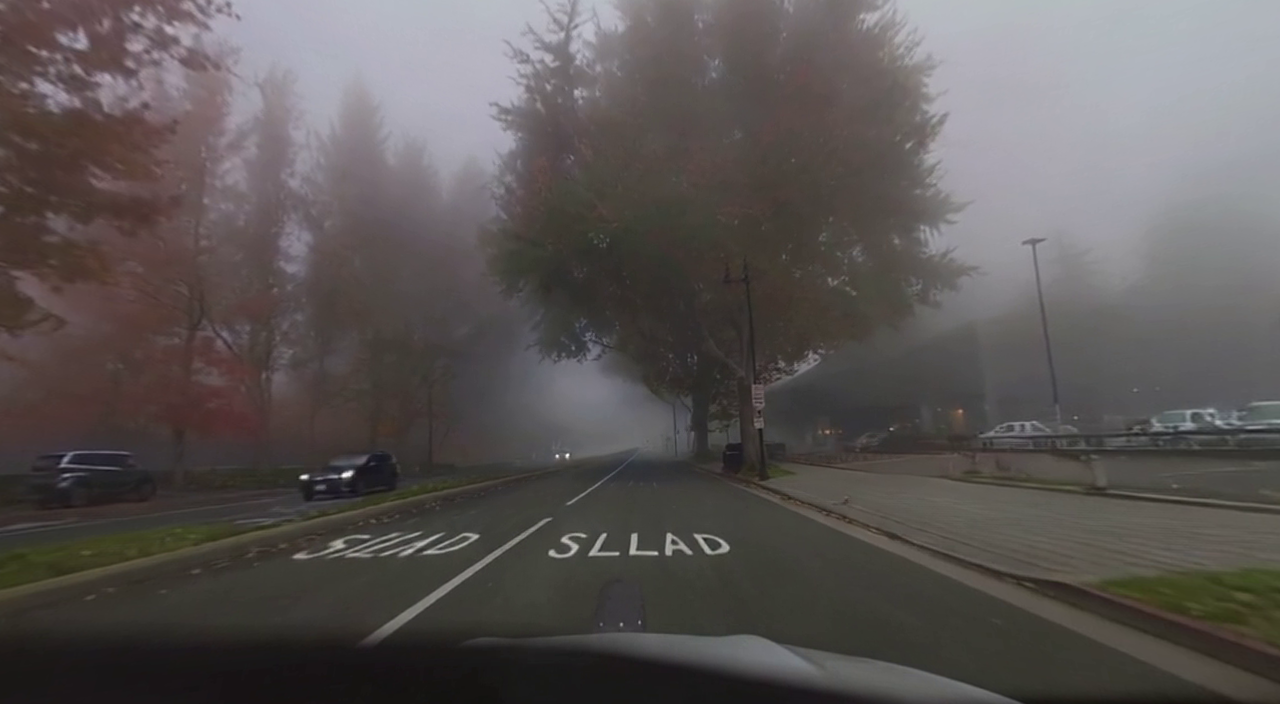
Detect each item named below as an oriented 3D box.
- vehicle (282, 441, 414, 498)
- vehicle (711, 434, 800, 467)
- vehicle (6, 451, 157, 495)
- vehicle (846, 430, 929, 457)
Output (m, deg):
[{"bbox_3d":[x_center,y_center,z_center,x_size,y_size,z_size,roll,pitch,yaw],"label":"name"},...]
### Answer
[{"bbox_3d":[-10.520,4.255,23.245,2.196,1.829,5.389,0,-9,1],"label":"vehicle"},{"bbox_3d":[7.379,6.355,40.585,5.336,2.006,2.022,0,-9,0],"label":"vehicle"},{"bbox_3d":[-26.918,5.815,30.418,5.144,1.980,2.262,0,-9,2],"label":"vehicle"},{"bbox_3d":[15.922,5.933,40.565,4.474,1.698,2.088,0,-9,0],"label":"vehicle"}]
